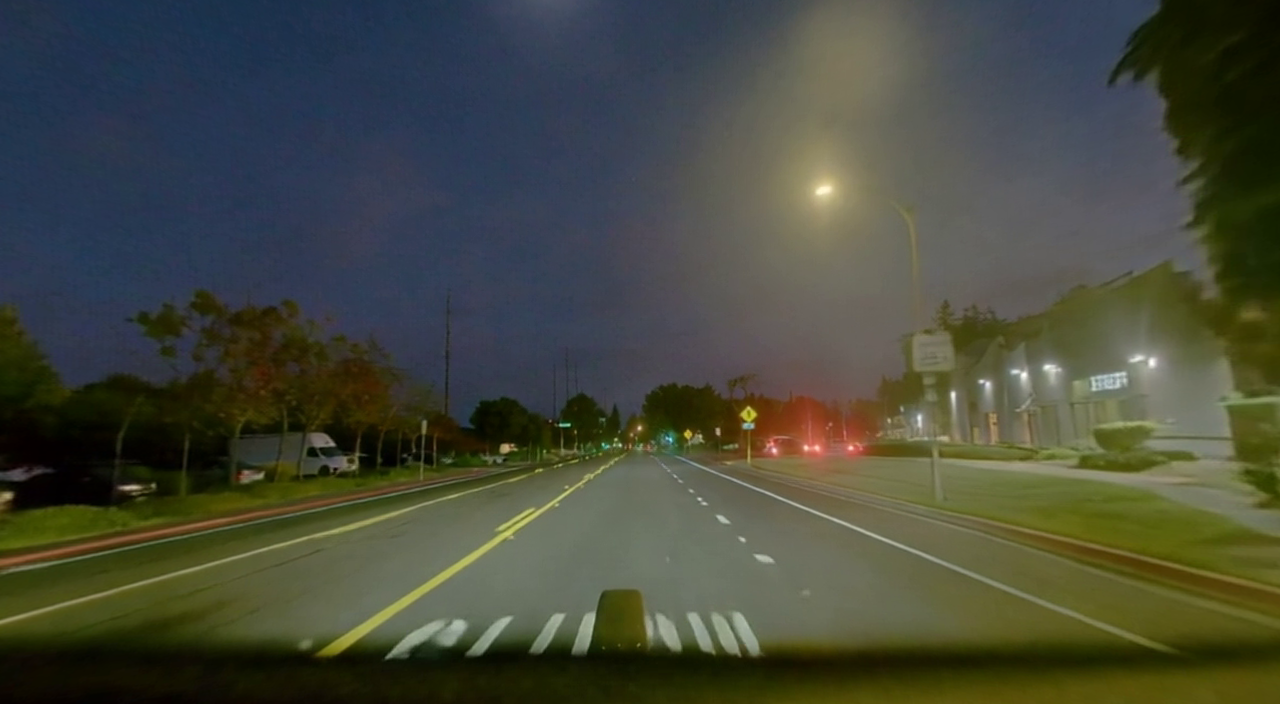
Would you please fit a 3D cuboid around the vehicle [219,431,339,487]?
[{"bbox_3d":[-19.411,5.720,33.961,5.971,2.749,2.293,-4,-9,23],"label":"vehicle"}]

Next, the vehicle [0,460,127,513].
[{"bbox_3d":[-18.670,4.192,20.015,4.039,1.482,1.832,-4,-9,20],"label":"vehicle"}]
